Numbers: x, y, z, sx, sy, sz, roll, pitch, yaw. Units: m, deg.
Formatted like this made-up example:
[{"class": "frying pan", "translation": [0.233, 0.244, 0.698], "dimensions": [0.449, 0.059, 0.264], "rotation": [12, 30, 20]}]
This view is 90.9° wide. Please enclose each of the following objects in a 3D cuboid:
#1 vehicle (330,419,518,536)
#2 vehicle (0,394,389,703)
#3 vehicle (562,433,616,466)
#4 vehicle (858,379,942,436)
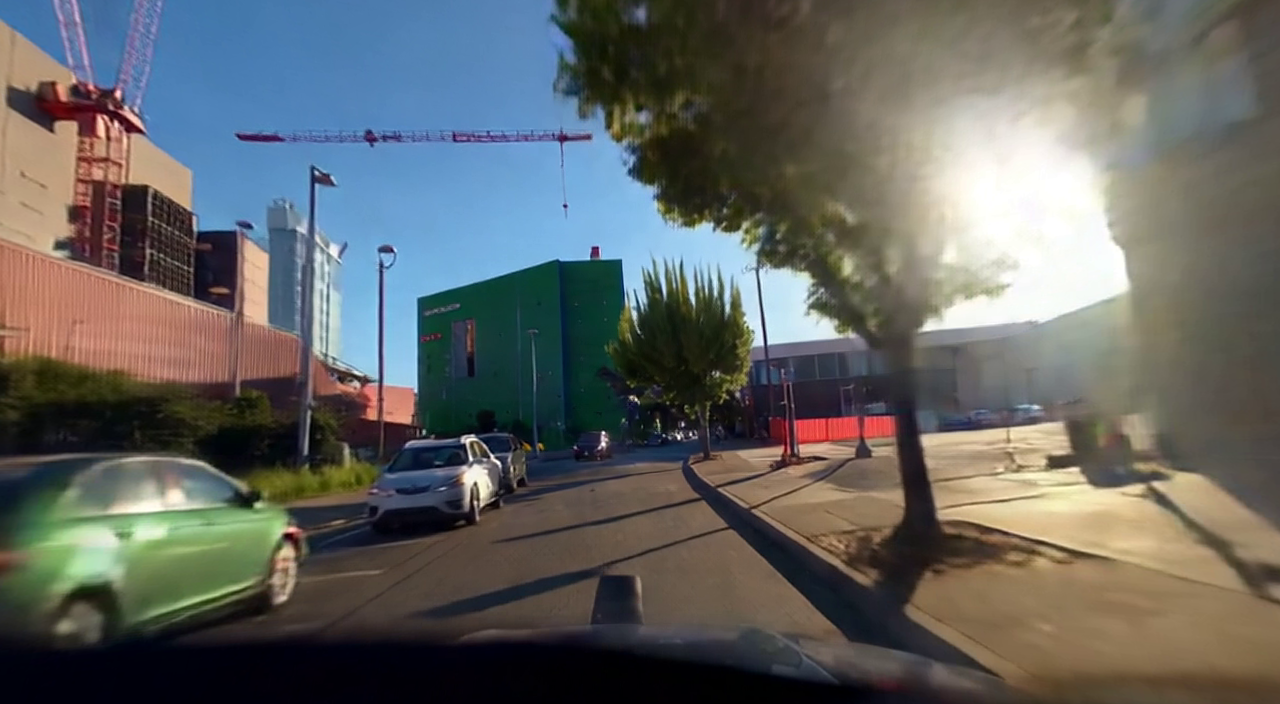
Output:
[{"class": "vehicle", "translation": [-3.599, 2.128, 11.464], "dimensions": [2.026, 1.699, 4.224], "rotation": [0, -8, -2]}, {"class": "vehicle", "translation": [-3.770, 1.280, 4.831], "dimensions": [1.980, 1.635, 4.153], "rotation": [0, -8, 0]}, {"class": "vehicle", "translation": [-2.668, 5.206, 33.980], "dimensions": [1.967, 1.646, 4.192], "rotation": [-2, -8, 10]}, {"class": "vehicle", "translation": [19.410, 4.448, 47.797], "dimensions": [3.031, 3.863, 9.734], "rotation": [-1, -8, 6]}]
